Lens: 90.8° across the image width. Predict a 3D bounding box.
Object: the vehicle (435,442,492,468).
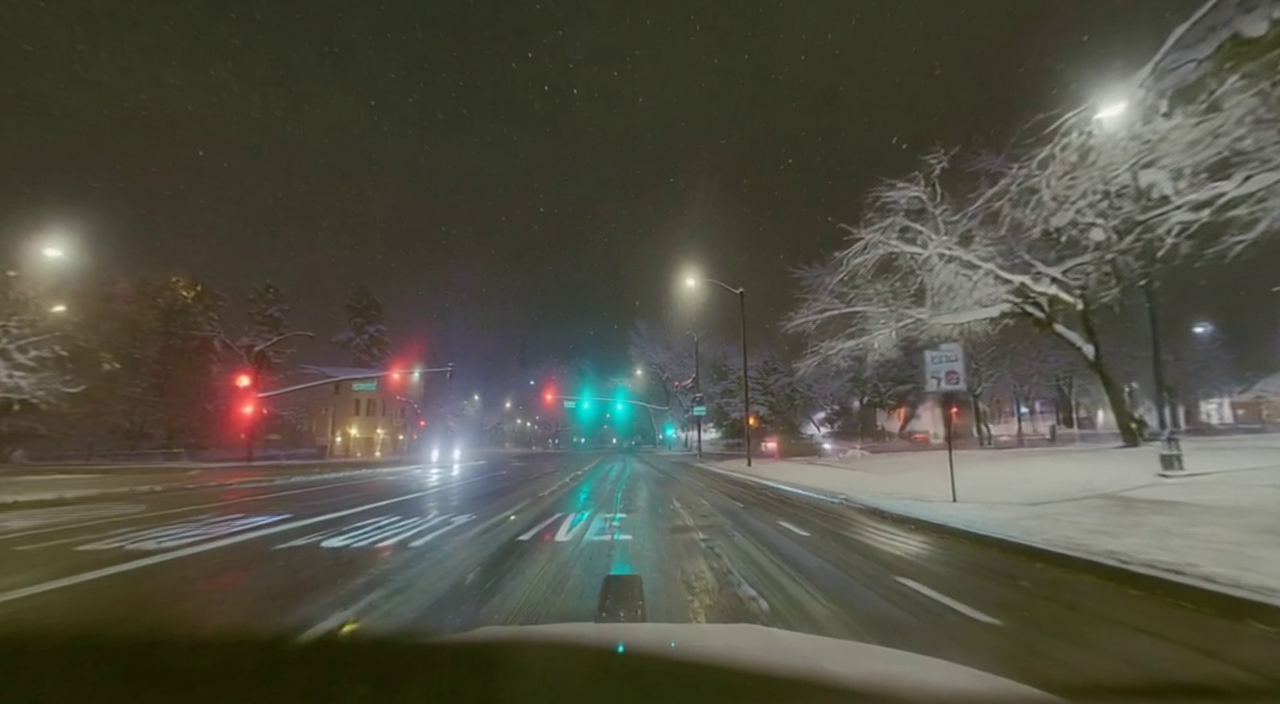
[{"bbox_3d":[-10.317,6.043,37.288,2.089,1.390,4.555,0,-8,0],"label":"vehicle"}]
